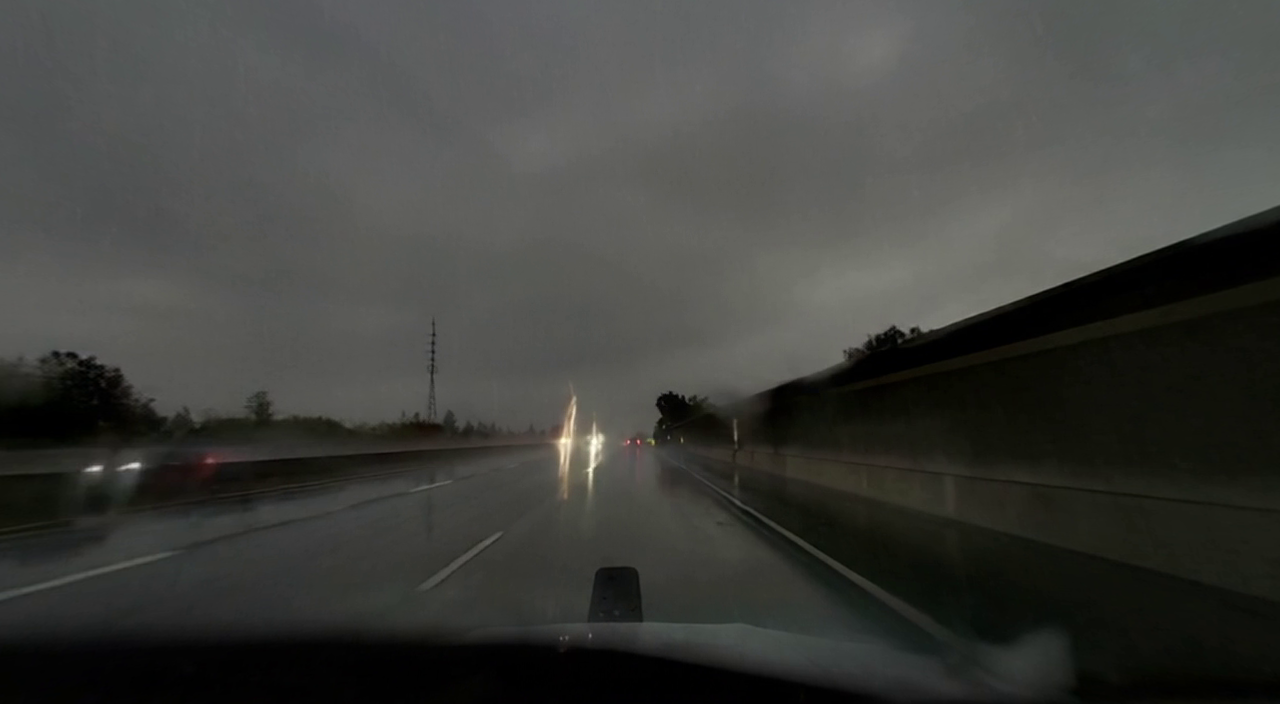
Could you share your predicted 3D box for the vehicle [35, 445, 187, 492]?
[{"bbox_3d":[-19.738,4.332,23.779,1.866,1.512,4.514,0,-8,0],"label":"vehicle"}]
